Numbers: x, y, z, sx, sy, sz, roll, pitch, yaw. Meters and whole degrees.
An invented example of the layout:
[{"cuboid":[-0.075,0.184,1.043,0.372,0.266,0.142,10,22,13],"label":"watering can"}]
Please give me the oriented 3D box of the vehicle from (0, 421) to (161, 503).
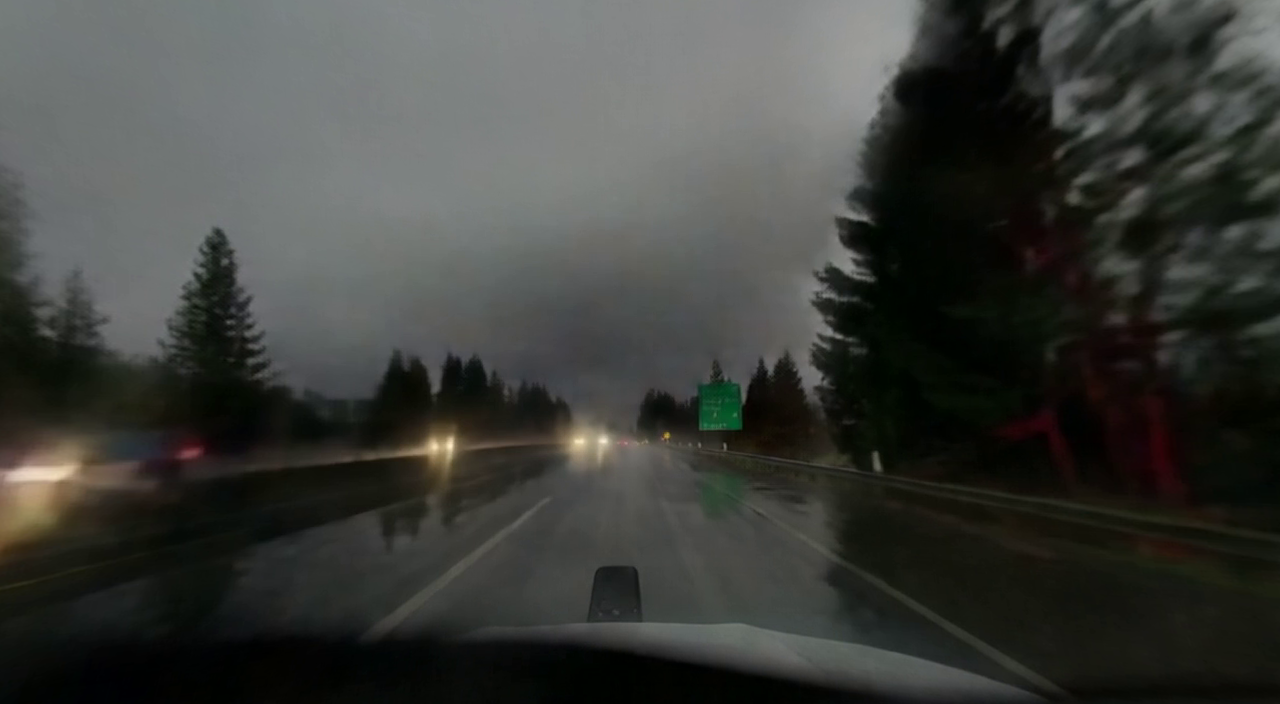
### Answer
[{"cuboid":[-13.391,2.414,14.297,1.837,1.574,4.094,0,-8,-1],"label":"vehicle"}]
